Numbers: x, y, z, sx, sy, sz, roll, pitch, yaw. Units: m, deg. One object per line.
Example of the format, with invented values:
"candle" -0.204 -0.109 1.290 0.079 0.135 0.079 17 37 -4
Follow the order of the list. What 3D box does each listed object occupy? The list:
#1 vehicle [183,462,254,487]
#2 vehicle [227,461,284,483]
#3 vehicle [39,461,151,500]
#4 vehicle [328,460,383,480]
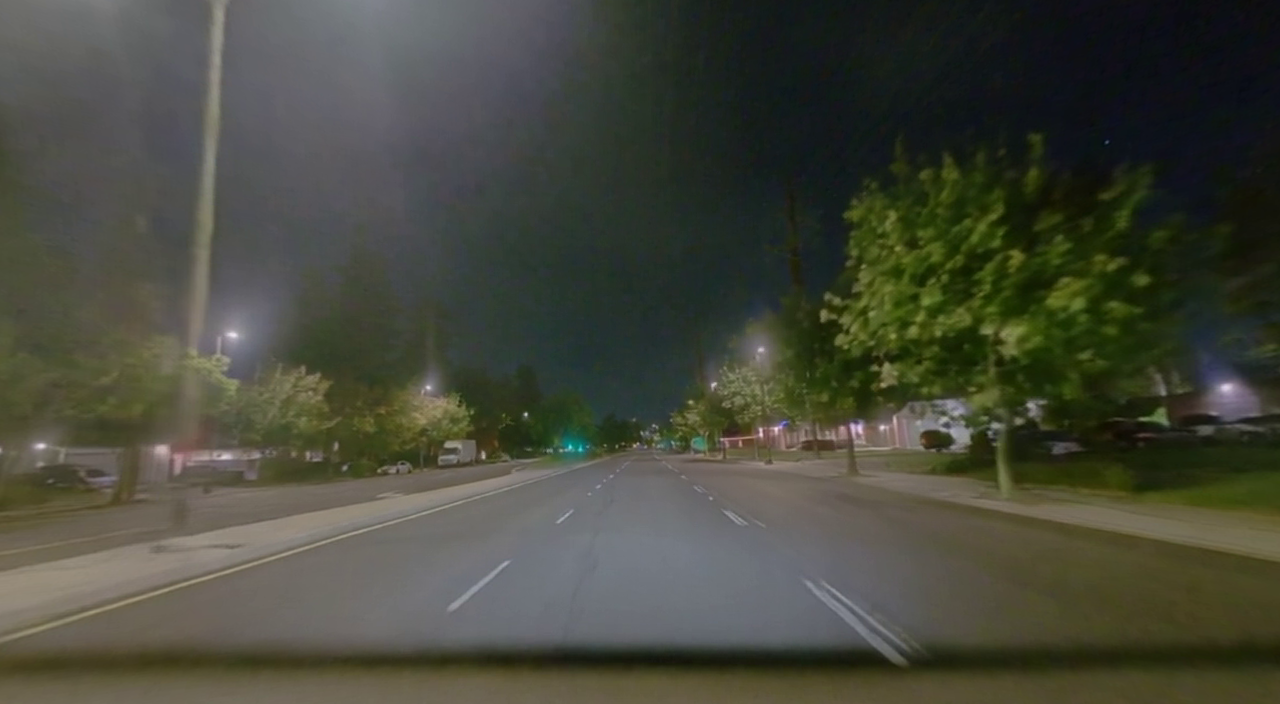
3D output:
"vehicle" -31.031 9.018 46.581 1.870 1.601 5.128 0 -9 -2
"vehicle" -28.517 8.908 46.826 1.872 1.413 3.806 0 -9 -1
"vehicle" -29.516 6.938 34.328 2.019 1.696 4.735 -4 -9 -2
"vehicle" -21.865 9.081 48.564 1.929 1.393 4.611 0 -9 2
